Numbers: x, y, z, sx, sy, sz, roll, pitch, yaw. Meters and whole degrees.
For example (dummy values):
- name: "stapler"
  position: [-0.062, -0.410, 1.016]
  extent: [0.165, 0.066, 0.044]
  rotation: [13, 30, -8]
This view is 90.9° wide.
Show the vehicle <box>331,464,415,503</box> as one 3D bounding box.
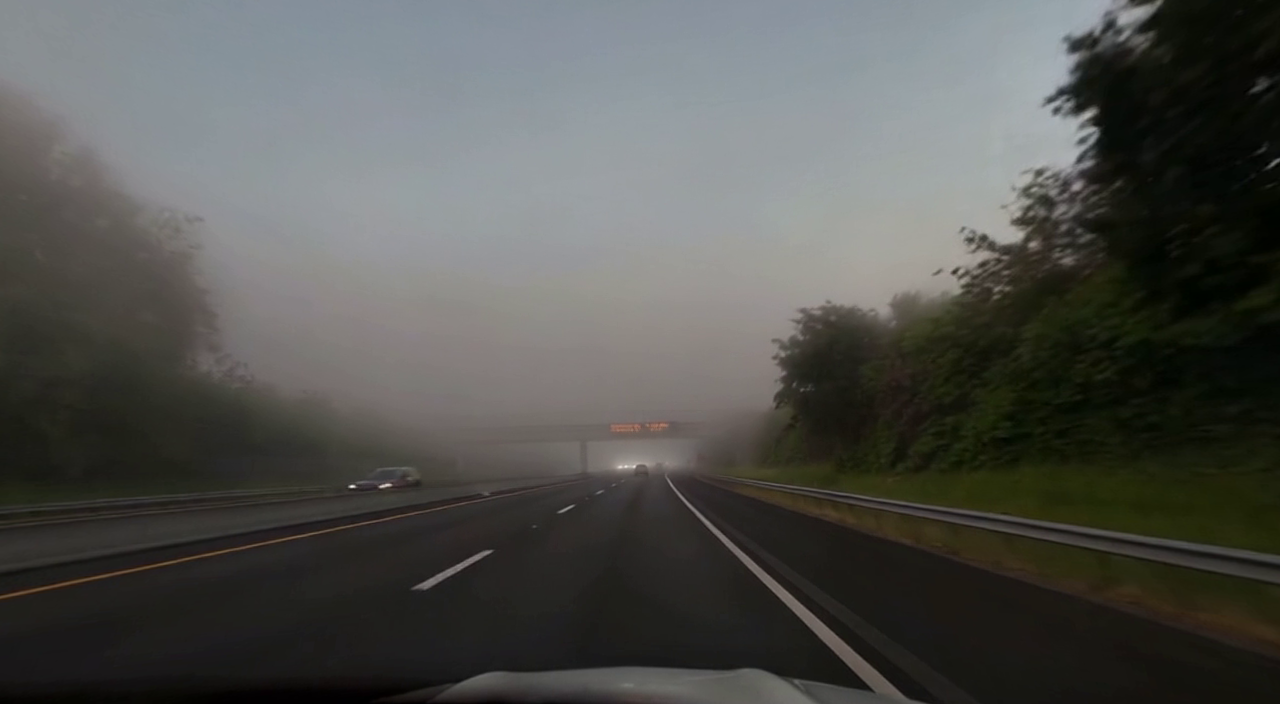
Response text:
- name: "vehicle"
  position: [-10.833, 5.357, 25.846]
  extent: [1.772, 1.411, 3.681]
  rotation: [1, -11, 0]
